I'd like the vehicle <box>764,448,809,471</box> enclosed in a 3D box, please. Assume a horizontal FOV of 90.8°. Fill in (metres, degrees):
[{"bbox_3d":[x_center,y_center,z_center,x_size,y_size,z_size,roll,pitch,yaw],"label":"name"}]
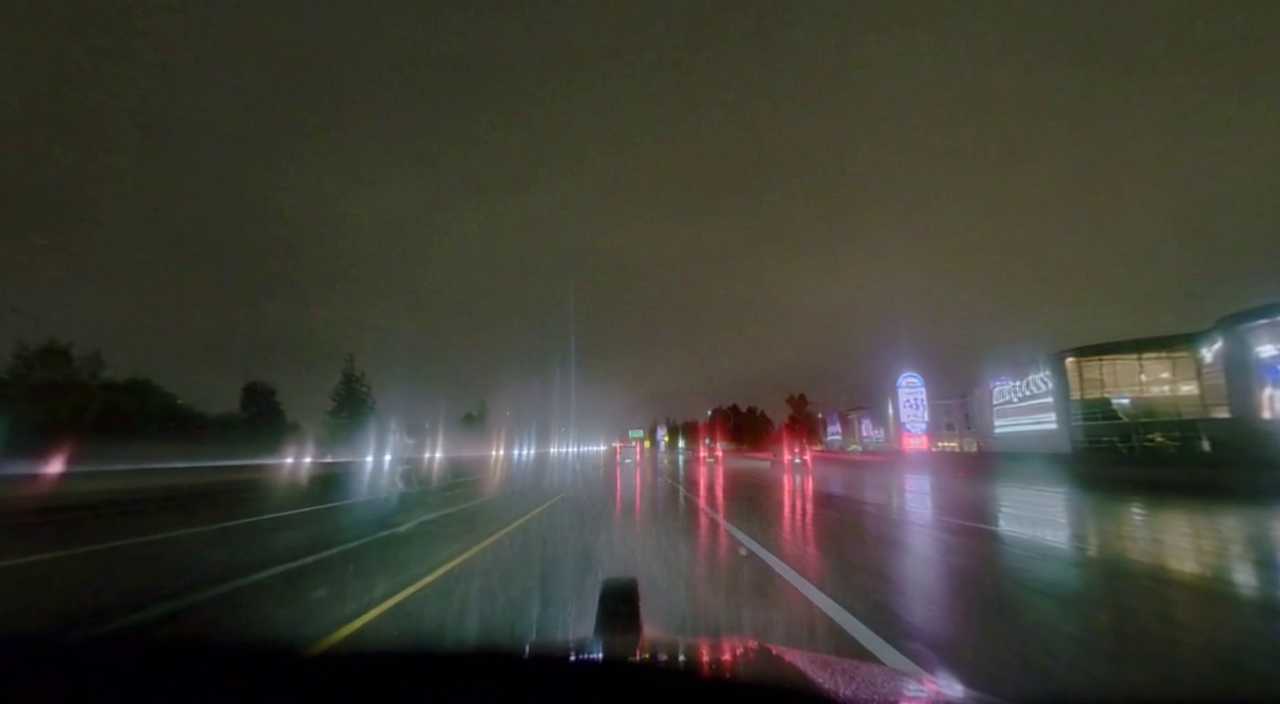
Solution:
[{"bbox_3d":[10.052,7.370,43.705,1.953,1.473,4.512,0,-9,-1],"label":"vehicle"}]
